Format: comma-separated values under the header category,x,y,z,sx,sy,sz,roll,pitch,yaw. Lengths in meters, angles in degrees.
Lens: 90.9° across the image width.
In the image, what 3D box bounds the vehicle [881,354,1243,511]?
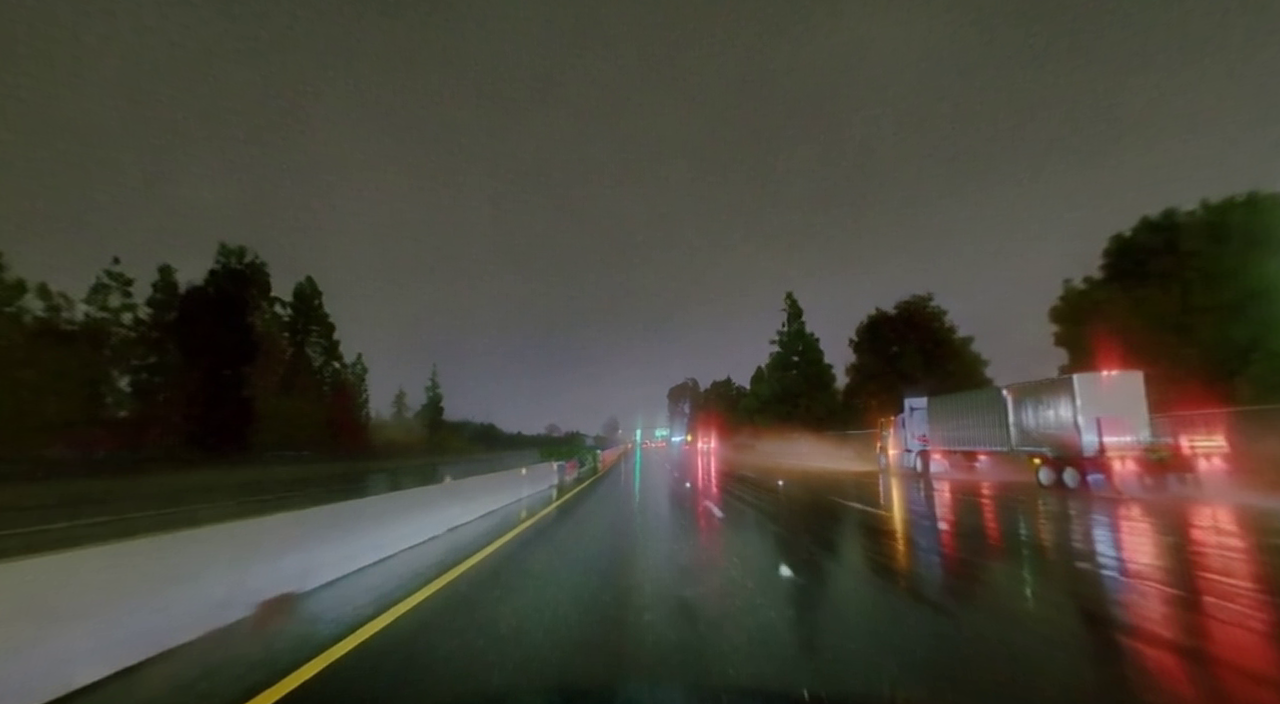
category,x,y,z,sx,sy,sz,roll,pitch,yaw
vehicle,10.755,2.435,18.499,2.960,3.207,10.950,0,-8,-1
